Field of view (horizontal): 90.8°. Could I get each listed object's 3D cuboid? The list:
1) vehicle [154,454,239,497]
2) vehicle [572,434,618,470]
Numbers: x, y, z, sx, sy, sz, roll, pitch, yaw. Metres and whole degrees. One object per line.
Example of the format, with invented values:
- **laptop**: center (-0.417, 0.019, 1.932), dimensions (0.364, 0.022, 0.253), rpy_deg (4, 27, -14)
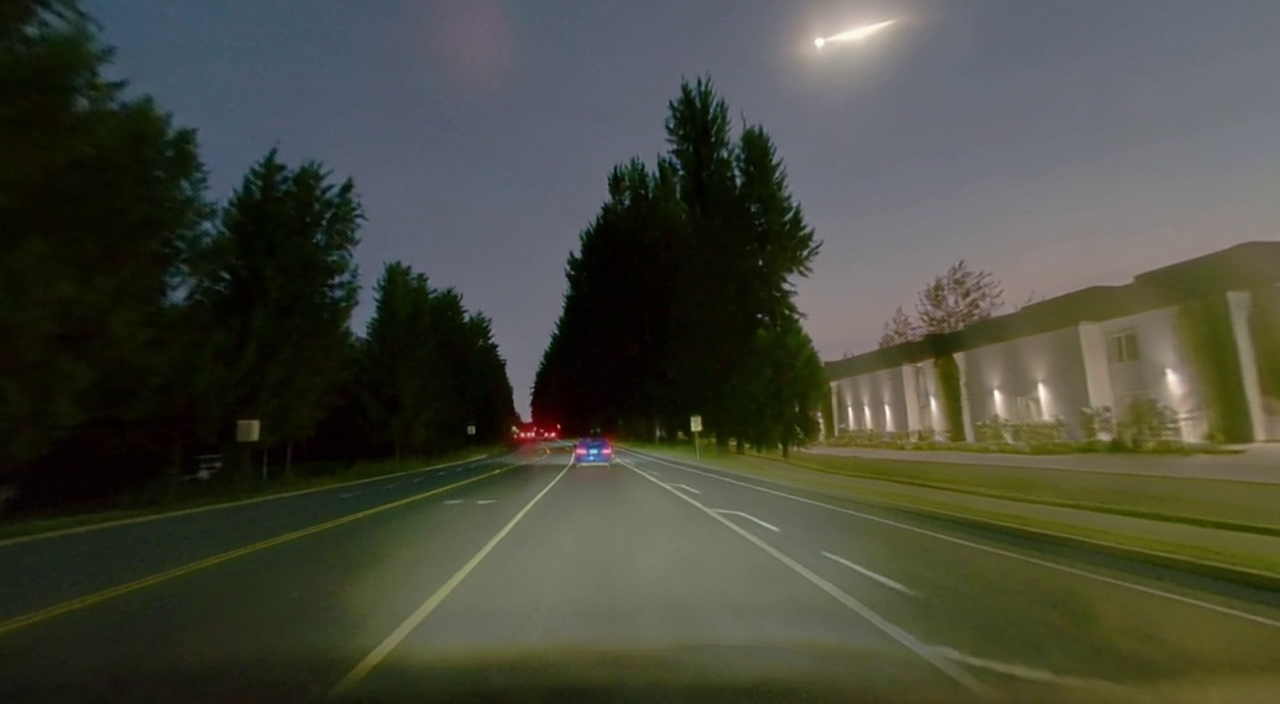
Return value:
- **vehicle**: center (-24.405, 6.755, 35.036), dimensions (2.076, 2.085, 5.241), rpy_deg (1, -8, -15)
- **vehicle**: center (-2.394, 5.135, 32.699), dimensions (2.216, 1.708, 4.110), rpy_deg (0, -8, -6)
